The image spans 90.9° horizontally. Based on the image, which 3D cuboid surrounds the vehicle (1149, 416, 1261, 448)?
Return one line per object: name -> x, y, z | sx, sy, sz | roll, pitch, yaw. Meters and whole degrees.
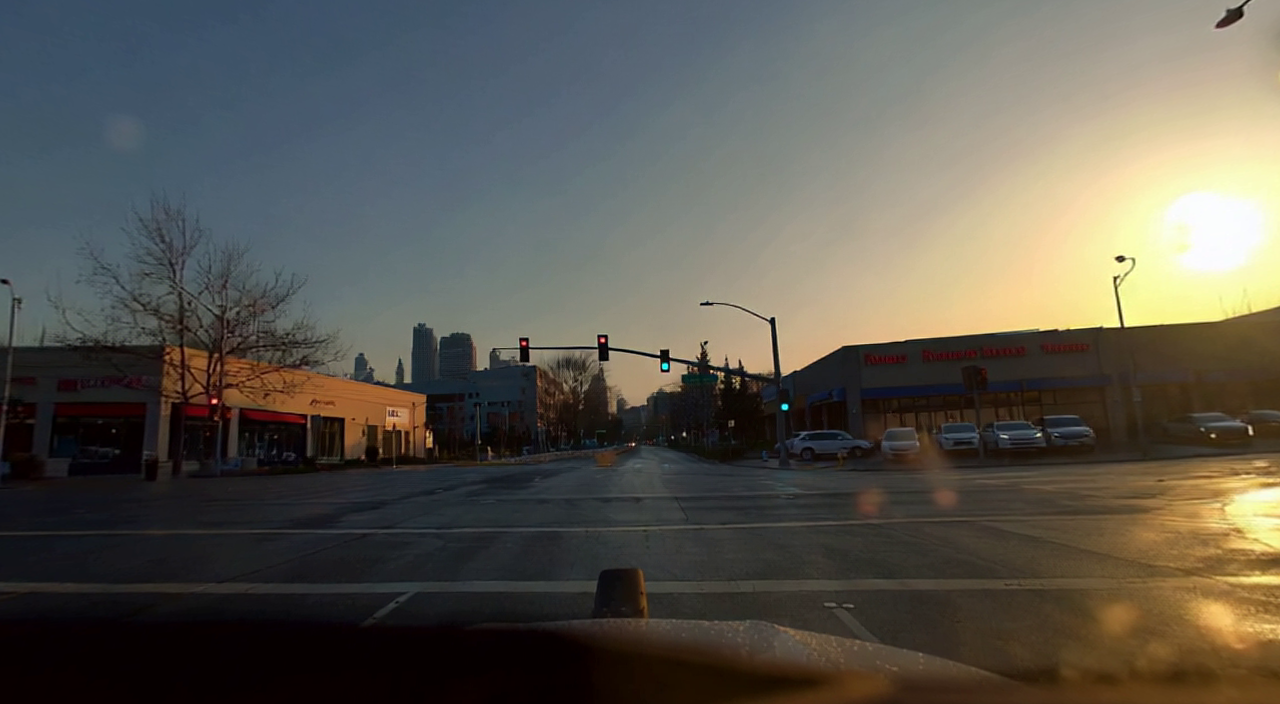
vehicle -> 28.271, 4.075, 31.724 | 1.799, 1.459, 4.266 | 0, -8, 3
